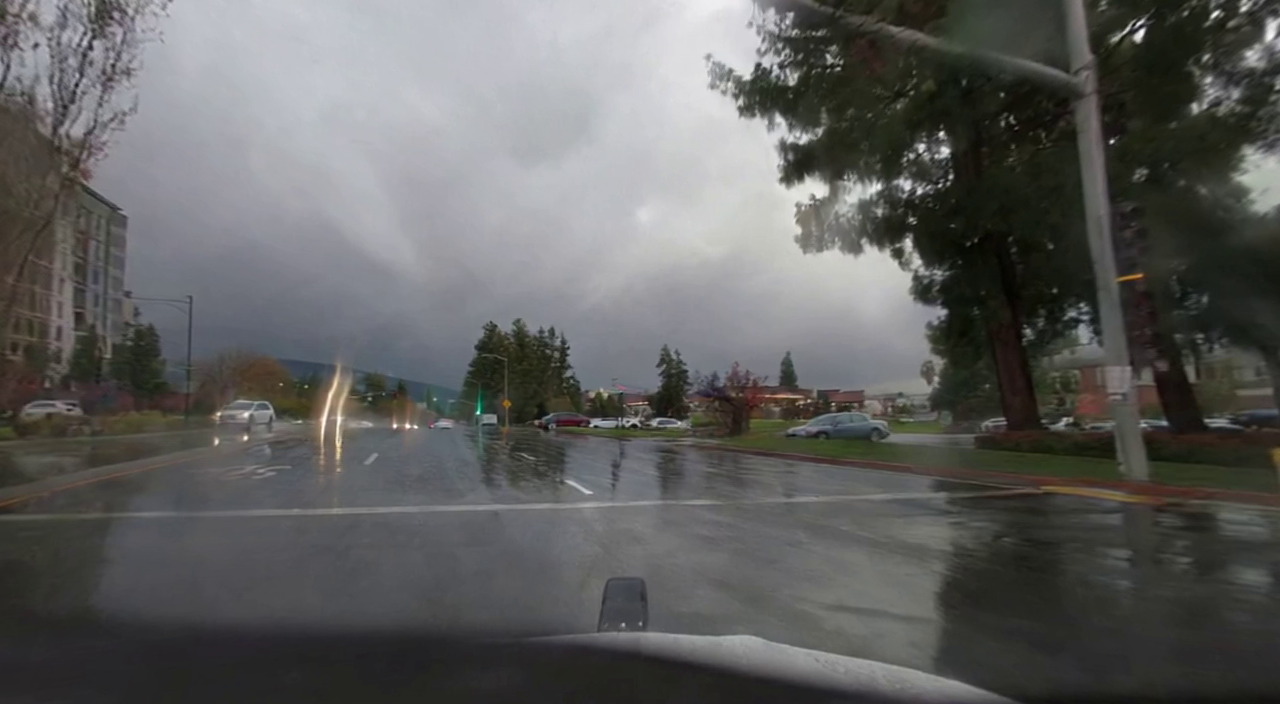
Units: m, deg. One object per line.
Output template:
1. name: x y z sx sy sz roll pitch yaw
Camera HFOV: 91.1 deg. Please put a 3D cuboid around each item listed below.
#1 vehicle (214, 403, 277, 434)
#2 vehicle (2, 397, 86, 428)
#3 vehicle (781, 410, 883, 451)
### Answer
1. vehicle: -23.585 4.039 37.694 2.060 1.618 4.203 3 -9 -17
2. vehicle: -44.006 4.492 46.448 3.770 1.737 2.102 5 -17 -20
3. vehicle: 9.005 3.693 29.511 4.030 1.483 1.859 -2 -12 -17
